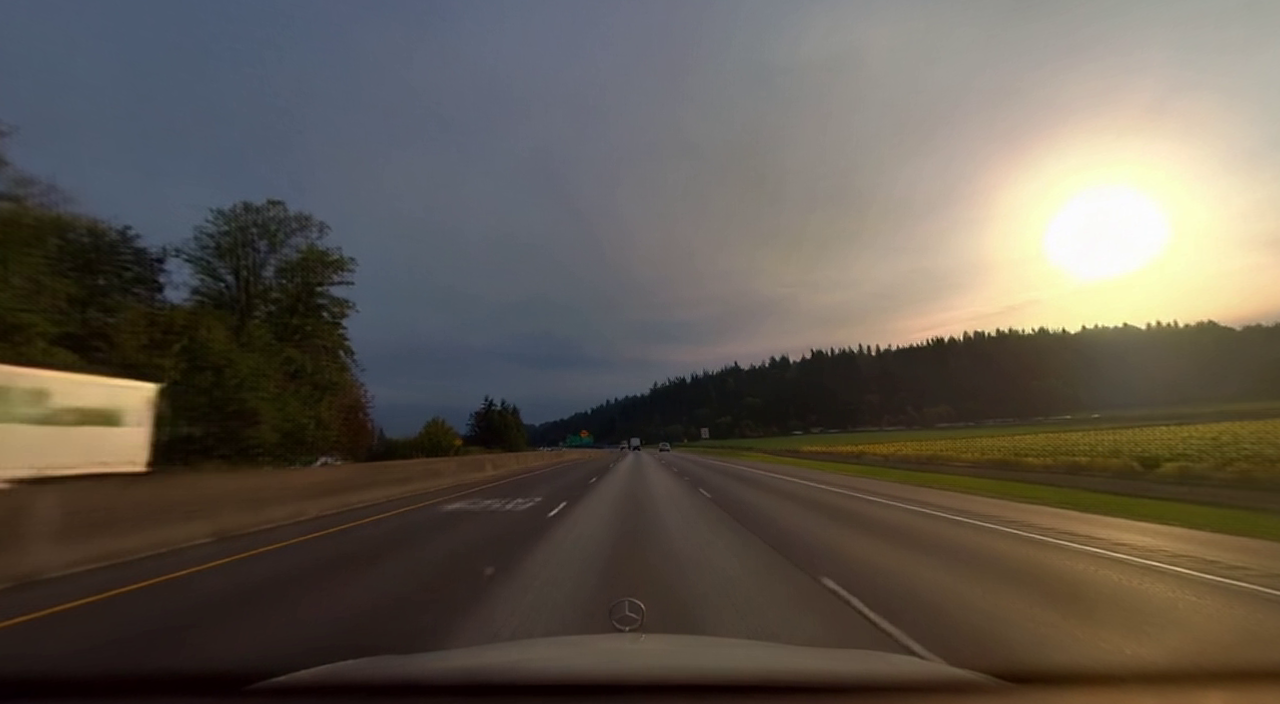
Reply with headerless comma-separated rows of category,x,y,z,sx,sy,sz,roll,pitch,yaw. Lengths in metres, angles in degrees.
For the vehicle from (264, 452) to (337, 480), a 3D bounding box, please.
vehicle,-19.624,6.566,36.685,1.797,1.464,4.384,0,-9,0
